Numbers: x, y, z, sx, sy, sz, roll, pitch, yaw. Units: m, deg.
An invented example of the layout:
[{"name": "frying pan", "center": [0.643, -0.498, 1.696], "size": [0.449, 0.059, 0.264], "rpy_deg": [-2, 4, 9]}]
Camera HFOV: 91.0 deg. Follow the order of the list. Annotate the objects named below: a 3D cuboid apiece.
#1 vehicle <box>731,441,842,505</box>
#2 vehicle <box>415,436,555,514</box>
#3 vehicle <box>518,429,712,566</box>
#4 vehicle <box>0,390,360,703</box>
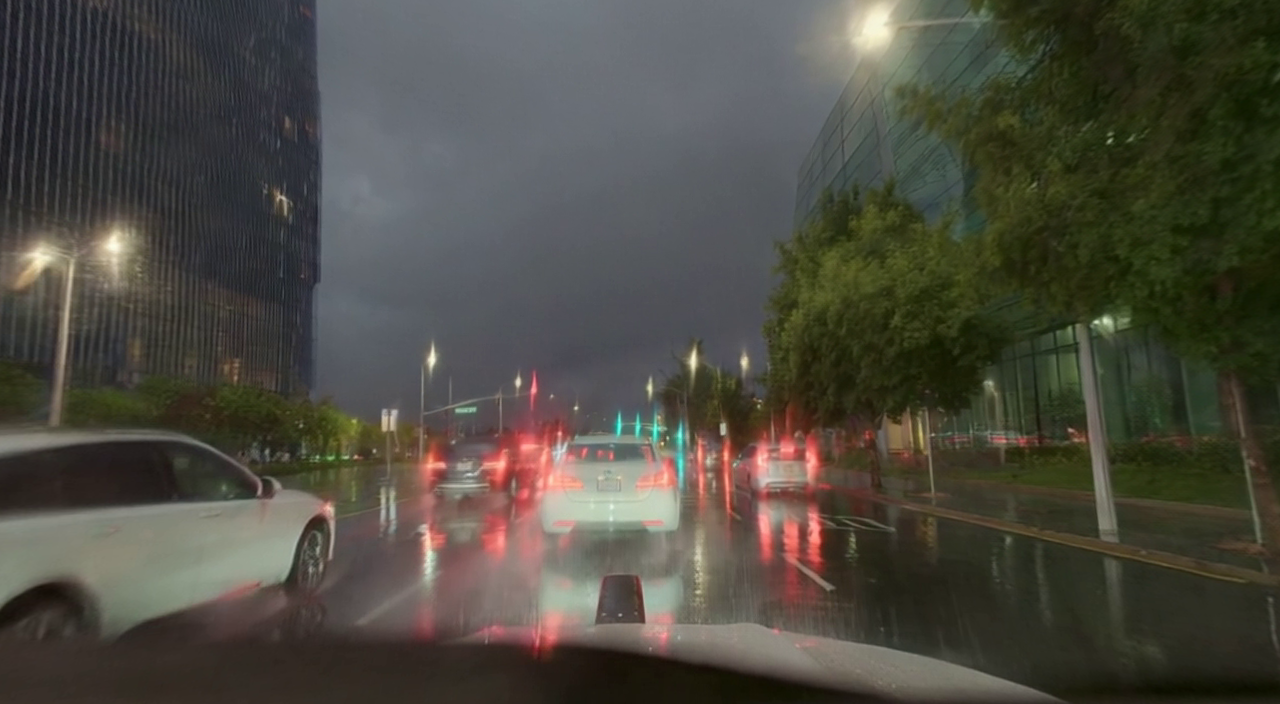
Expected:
[{"name": "vehicle", "center": [3.841, 3.225, 17.271], "size": [1.940, 1.514, 4.187], "rpy_deg": [0, -9, -1]}, {"name": "vehicle", "center": [-3.346, 2.752, 14.634], "size": [2.044, 1.508, 4.479], "rpy_deg": [0, -9, 1]}, {"name": "vehicle", "center": [-0.231, 1.964, 9.303], "size": [2.174, 1.509, 4.374], "rpy_deg": [0, -9, 1]}, {"name": "vehicle", "center": [-3.564, 1.098, 3.735], "size": [1.933, 1.520, 4.195], "rpy_deg": [0, -9, -1]}]
